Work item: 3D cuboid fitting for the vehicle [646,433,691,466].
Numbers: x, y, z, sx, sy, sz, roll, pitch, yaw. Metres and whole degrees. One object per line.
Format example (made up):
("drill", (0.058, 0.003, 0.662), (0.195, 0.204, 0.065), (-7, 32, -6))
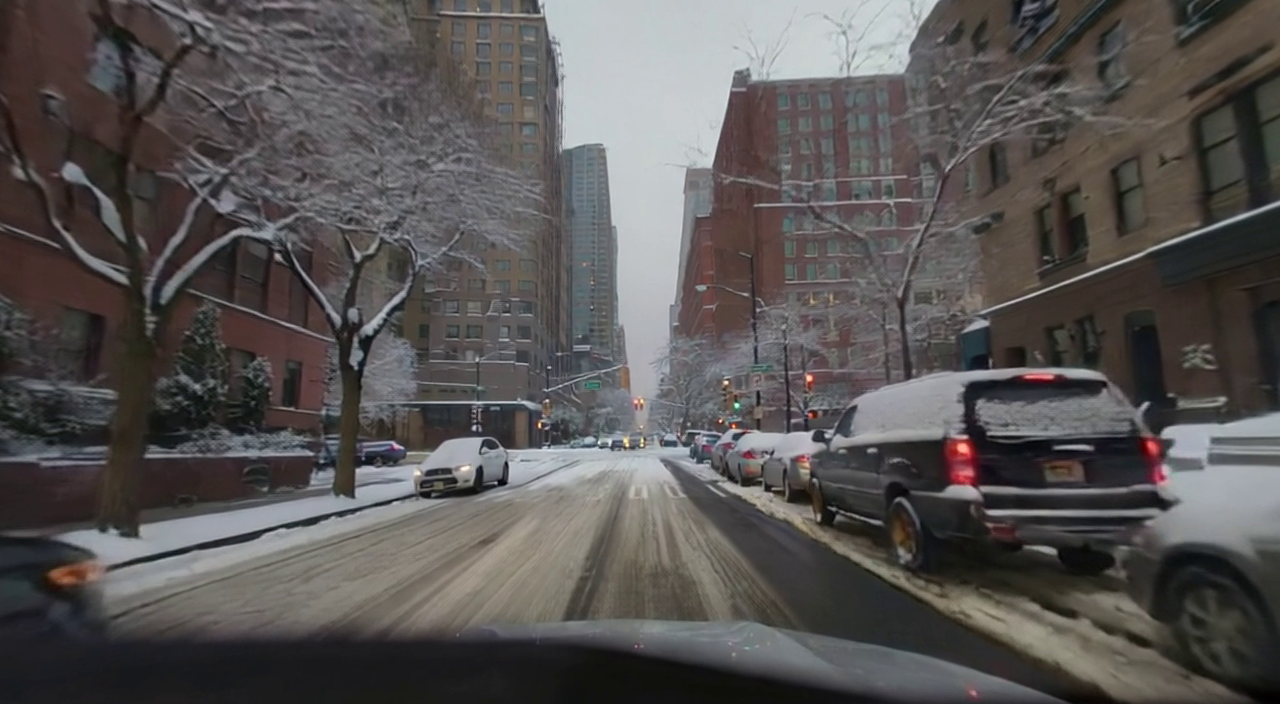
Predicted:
("vehicle", (1.566, 5.172, 33.672), (2.111, 1.619, 4.077), (-1, -8, 7))

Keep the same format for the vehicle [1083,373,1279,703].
("vehicle", (3.936, 0.779, 2.073), (1.871, 1.603, 4.161), (0, -8, -1))

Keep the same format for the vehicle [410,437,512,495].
("vehicle", (-5.913, 3.803, 21.499), (2.013, 1.772, 4.439), (0, -8, 2))

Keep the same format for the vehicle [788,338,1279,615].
("vehicle", (3.649, 1.324, 7.601), (2.356, 2.043, 5.791), (0, -8, 0))

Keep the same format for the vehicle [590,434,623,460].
("vehicle", (-2.290, 6.628, 44.185), (1.979, 1.723, 3.849), (0, -8, 1))
